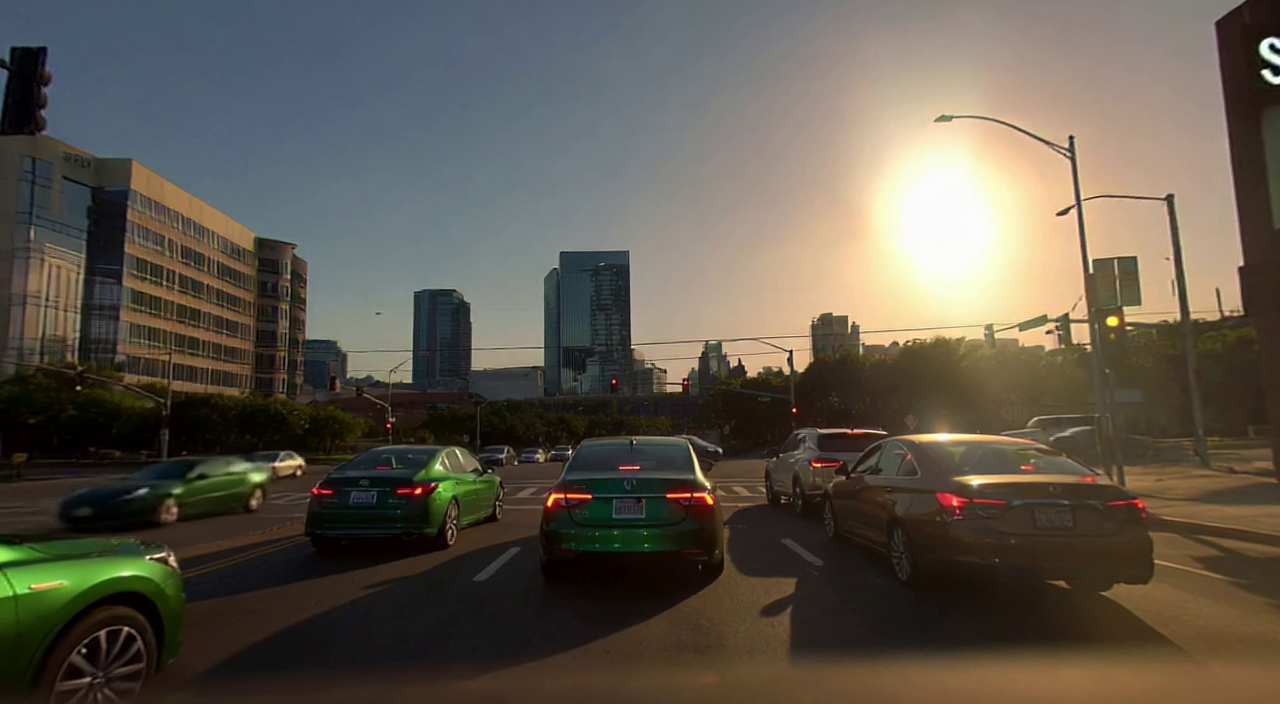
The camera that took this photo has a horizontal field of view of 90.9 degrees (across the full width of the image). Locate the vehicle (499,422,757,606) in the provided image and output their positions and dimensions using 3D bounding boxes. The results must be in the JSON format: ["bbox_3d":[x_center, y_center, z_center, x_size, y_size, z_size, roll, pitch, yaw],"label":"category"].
[{"bbox_3d":[-0.133,1.647,7.357,2.140,1.499,4.119,0,-8,-1],"label":"vehicle"}]

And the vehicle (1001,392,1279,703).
[{"bbox_3d":[3.943,0.972,3.102,1.800,1.519,4.198,0,-8,0],"label":"vehicle"}]

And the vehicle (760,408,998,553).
[{"bbox_3d":[3.303,1.868,9.809,1.992,1.744,4.183,0,-8,-1],"label":"vehicle"}]

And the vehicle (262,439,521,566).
[{"bbox_3d":[-3.303,2.071,9.536,1.995,1.436,4.373,-1,-8,2],"label":"vehicle"}]

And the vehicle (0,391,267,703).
[{"bbox_3d":[-3.480,0.848,1.835,2.016,1.547,4.414,0,-8,1],"label":"vehicle"}]
